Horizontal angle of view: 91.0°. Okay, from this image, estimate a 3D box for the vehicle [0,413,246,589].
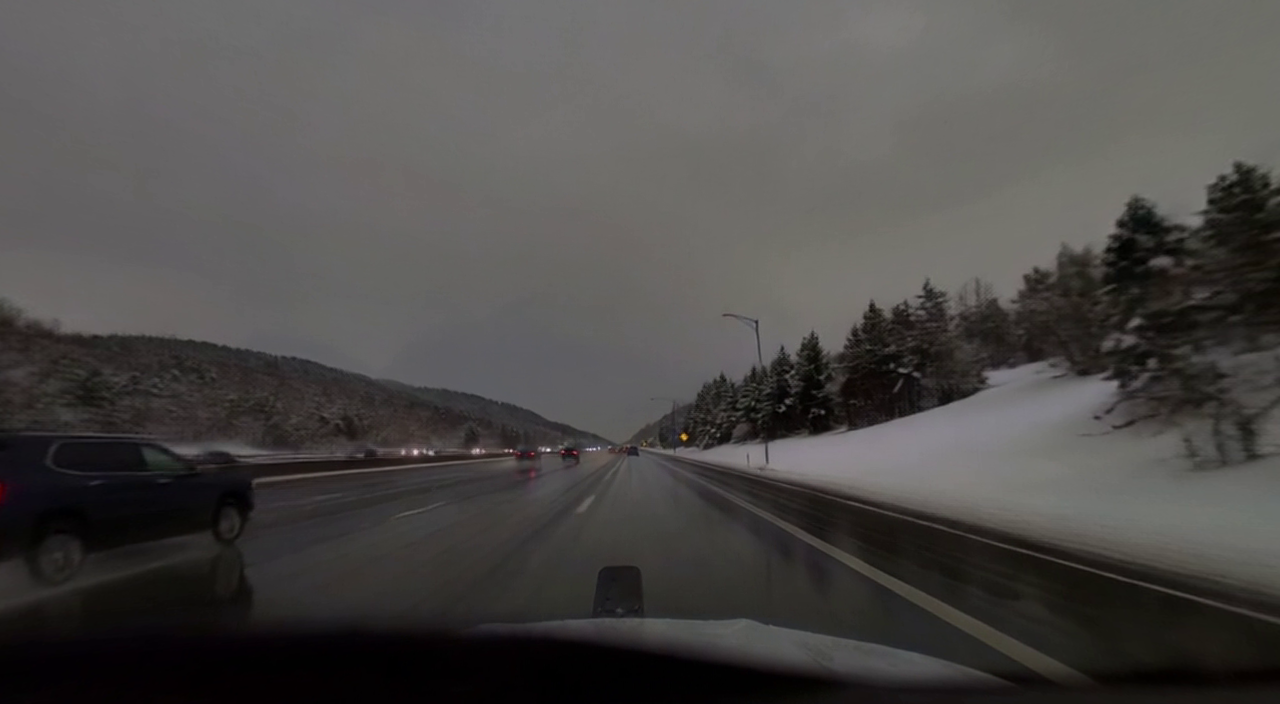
[{"bbox_3d":[-6.991,1.603,7.270,2.045,1.624,4.338,0,-9,0],"label":"vehicle"}]
